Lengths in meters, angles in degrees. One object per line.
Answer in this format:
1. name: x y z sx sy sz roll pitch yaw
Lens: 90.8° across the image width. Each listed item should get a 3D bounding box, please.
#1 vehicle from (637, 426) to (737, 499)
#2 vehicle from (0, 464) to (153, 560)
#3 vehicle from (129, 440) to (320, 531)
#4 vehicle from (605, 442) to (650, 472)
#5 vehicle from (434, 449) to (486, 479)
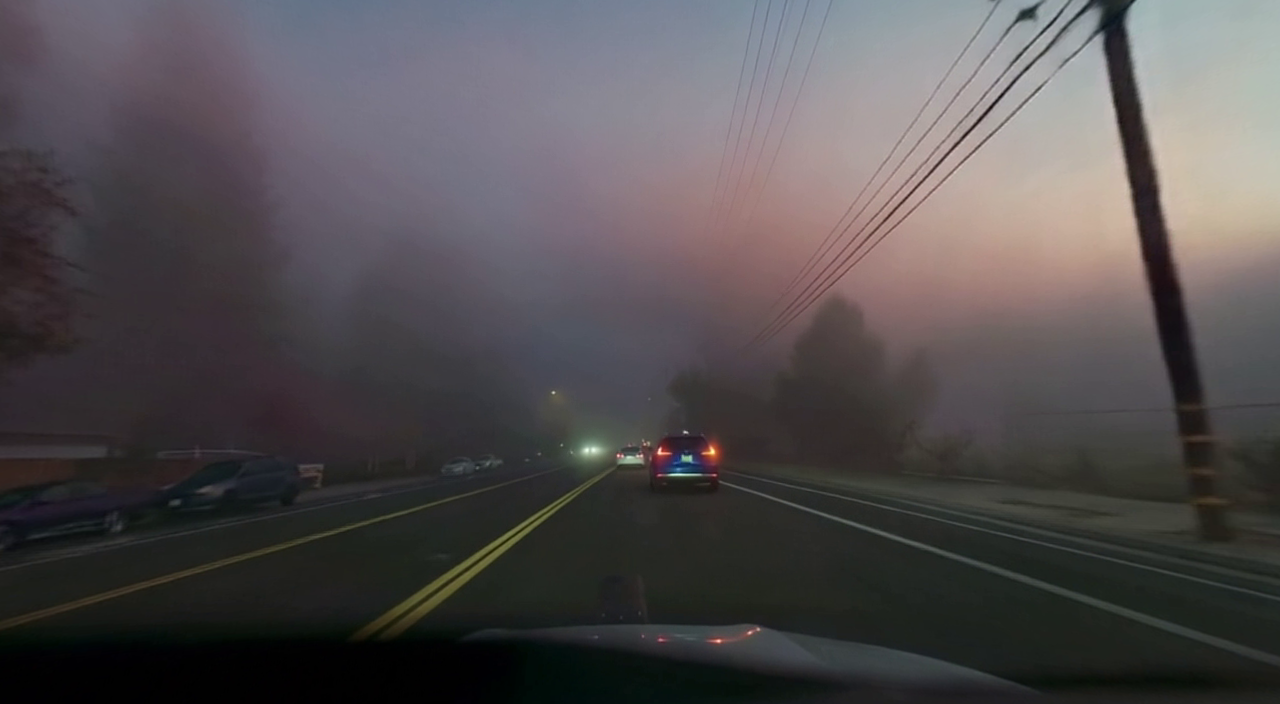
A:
1. vehicle: 1.145 3.034 17.843 2.200 1.763 4.676 0 -8 -3
2. vehicle: -12.152 3.111 12.211 1.897 1.498 4.628 -5 -8 -1
3. vehicle: -12.203 3.845 19.134 2.504 2.031 5.237 -6 -7 -3
4. vehicle: -0.636 5.375 32.583 2.196 1.449 4.006 0 -8 -1
5. vehicle: -12.386 7.733 43.912 2.150 1.644 5.120 -5 -8 -1
